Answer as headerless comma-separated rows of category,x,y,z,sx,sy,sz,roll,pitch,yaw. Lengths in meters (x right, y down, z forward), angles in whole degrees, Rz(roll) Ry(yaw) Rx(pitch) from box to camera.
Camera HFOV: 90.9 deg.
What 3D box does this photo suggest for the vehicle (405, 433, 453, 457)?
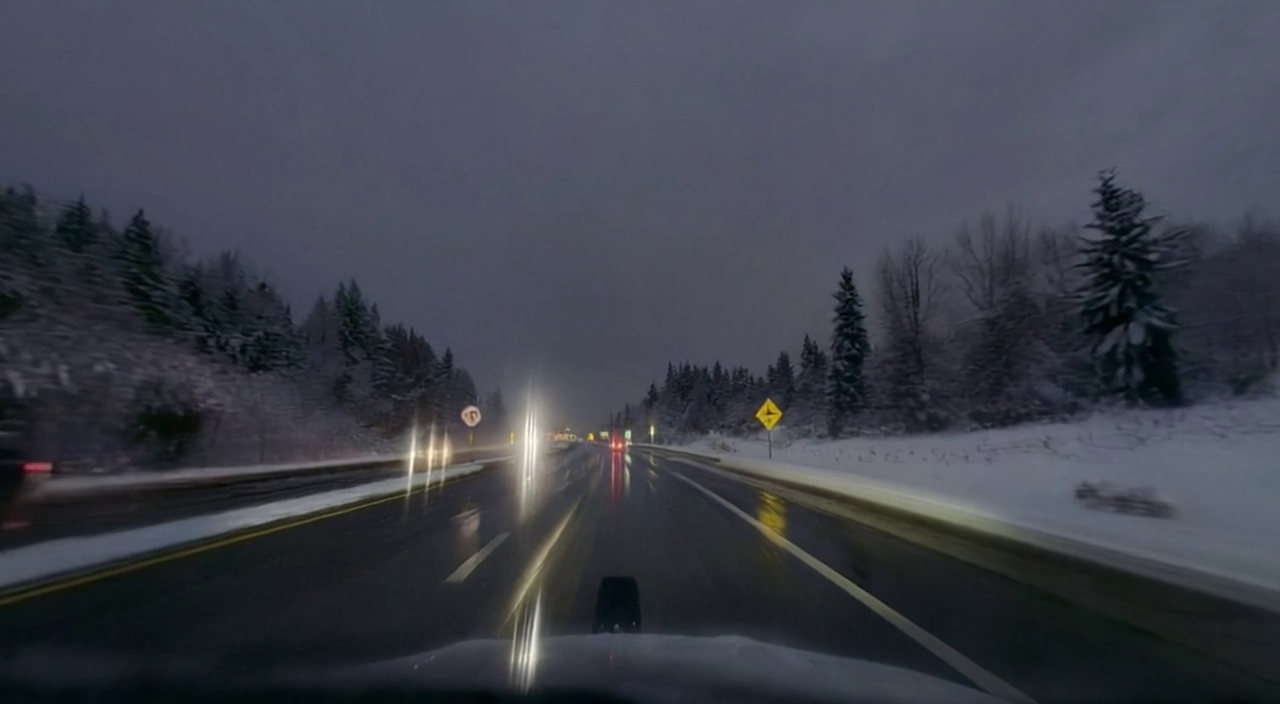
vehicle,-14.495,6.402,43.548,1.959,1.566,4.102,0,-8,-1
